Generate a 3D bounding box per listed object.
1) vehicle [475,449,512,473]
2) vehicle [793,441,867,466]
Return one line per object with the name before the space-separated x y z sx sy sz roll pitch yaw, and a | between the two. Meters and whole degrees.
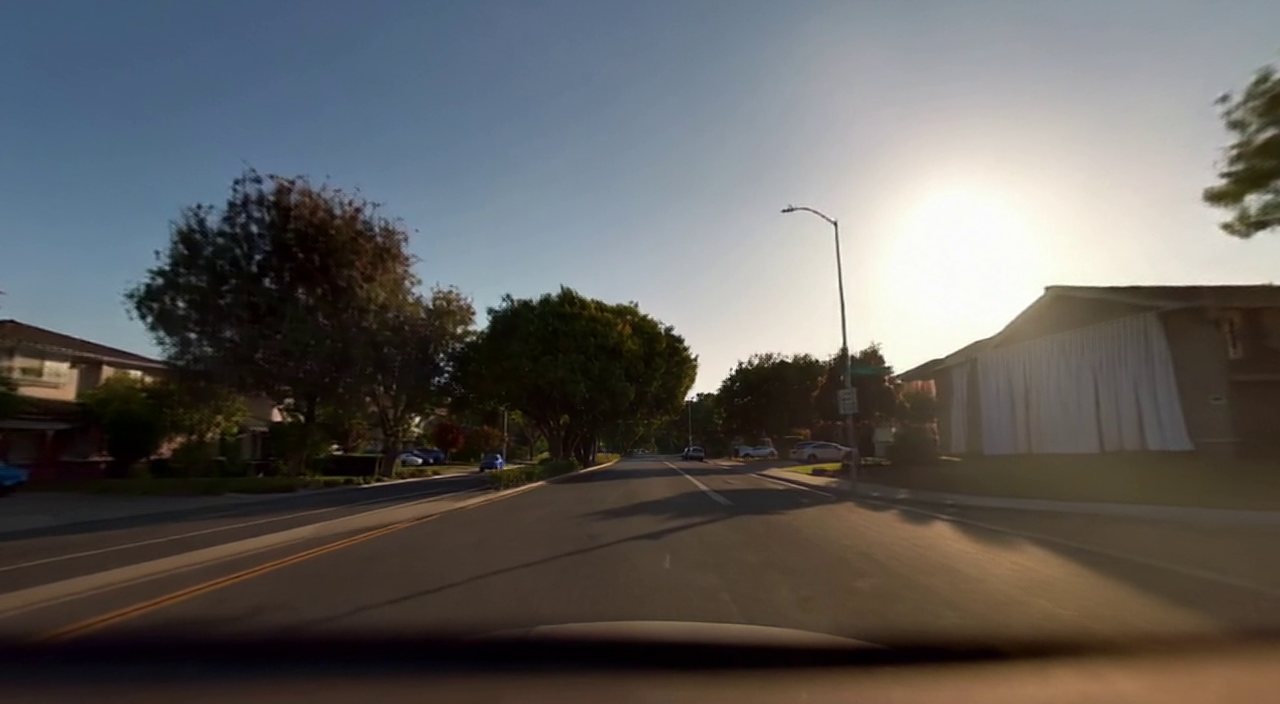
vehicle | -11.466 8.601 49.808 2.020 1.691 4.308 -1 -10 -2
vehicle | 13.932 7.475 46.546 4.775 1.524 1.983 -4 -9 3
